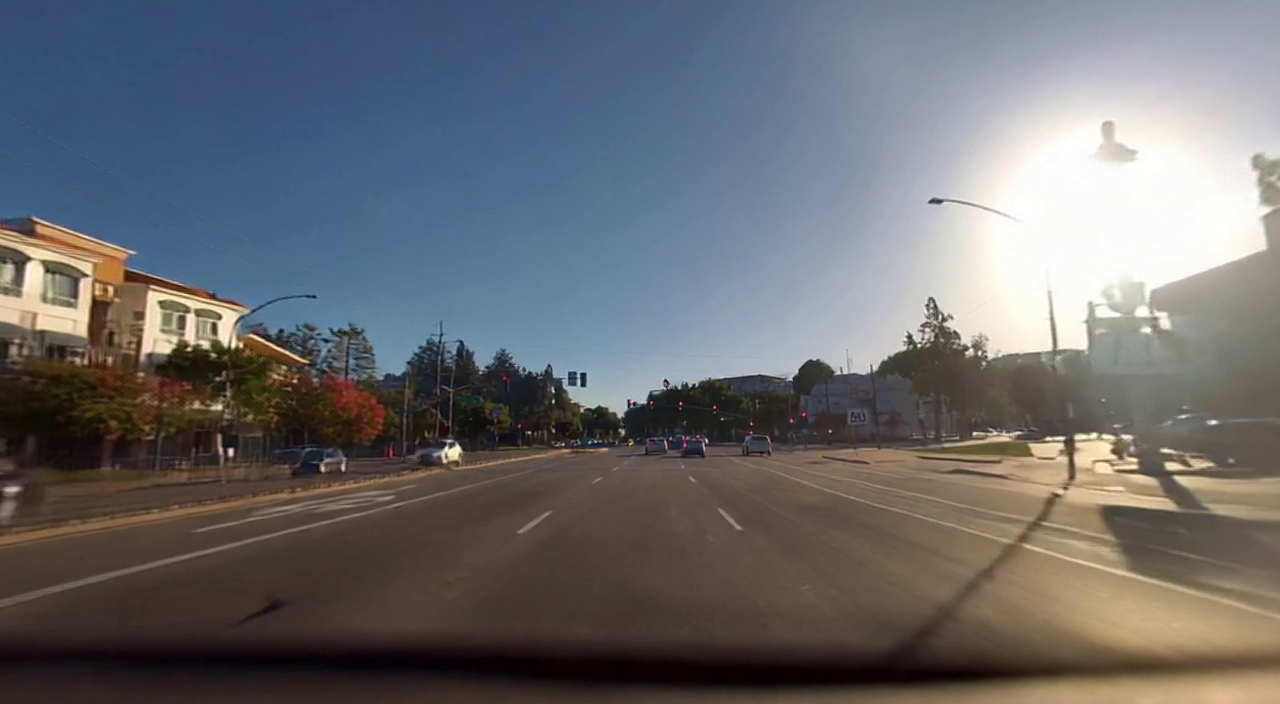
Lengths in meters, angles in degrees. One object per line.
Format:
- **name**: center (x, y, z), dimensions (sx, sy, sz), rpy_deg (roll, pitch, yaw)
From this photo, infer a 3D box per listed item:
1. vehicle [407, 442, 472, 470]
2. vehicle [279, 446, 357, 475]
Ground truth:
- **vehicle**: center (-11.028, 5.737, 35.051), dimensions (1.943, 1.463, 4.707), rpy_deg (0, -8, 1)
- **vehicle**: center (-18.147, 6.128, 35.794), dimensions (1.939, 1.500, 4.547), rpy_deg (0, -8, 1)
